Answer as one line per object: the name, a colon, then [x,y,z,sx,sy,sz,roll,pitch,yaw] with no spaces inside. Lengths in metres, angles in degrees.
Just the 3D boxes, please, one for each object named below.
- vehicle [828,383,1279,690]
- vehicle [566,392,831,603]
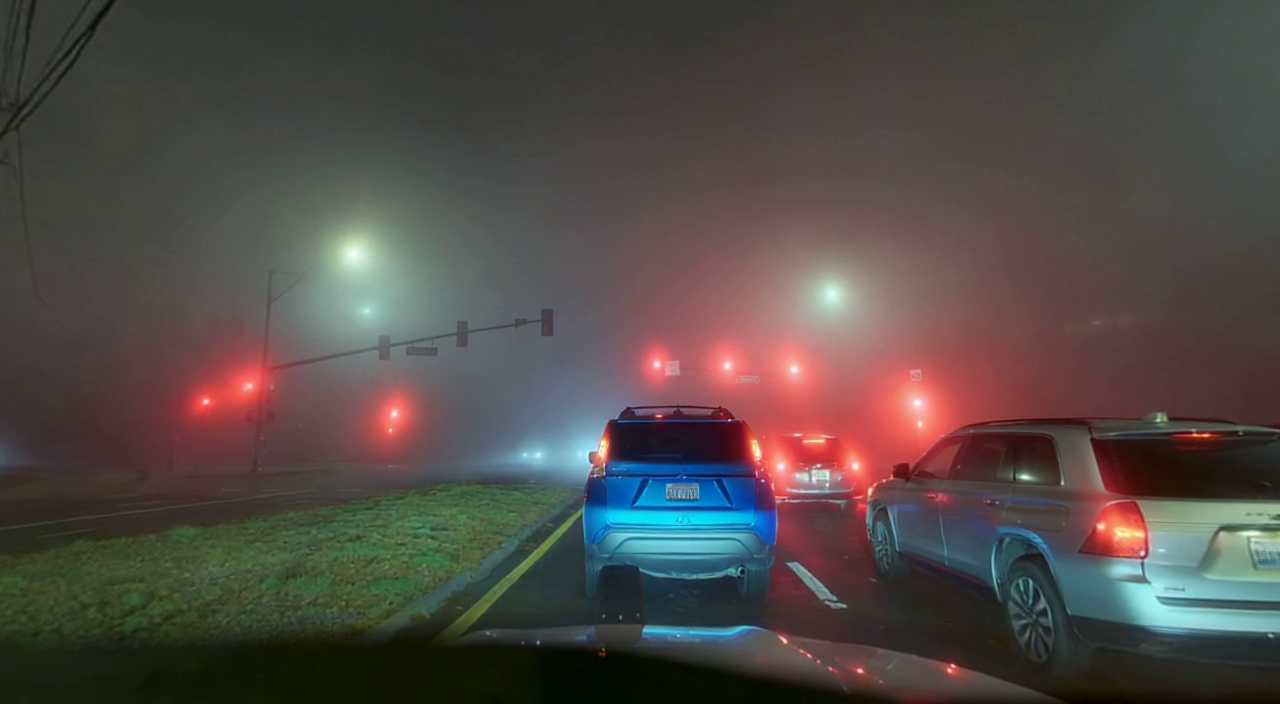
vehicle: [3.413,1.334,5.790,1.990,1.649,4.625,0,-8,0]
vehicle: [0.449,1.555,7.612,2.240,1.778,4.335,0,-8,-1]
